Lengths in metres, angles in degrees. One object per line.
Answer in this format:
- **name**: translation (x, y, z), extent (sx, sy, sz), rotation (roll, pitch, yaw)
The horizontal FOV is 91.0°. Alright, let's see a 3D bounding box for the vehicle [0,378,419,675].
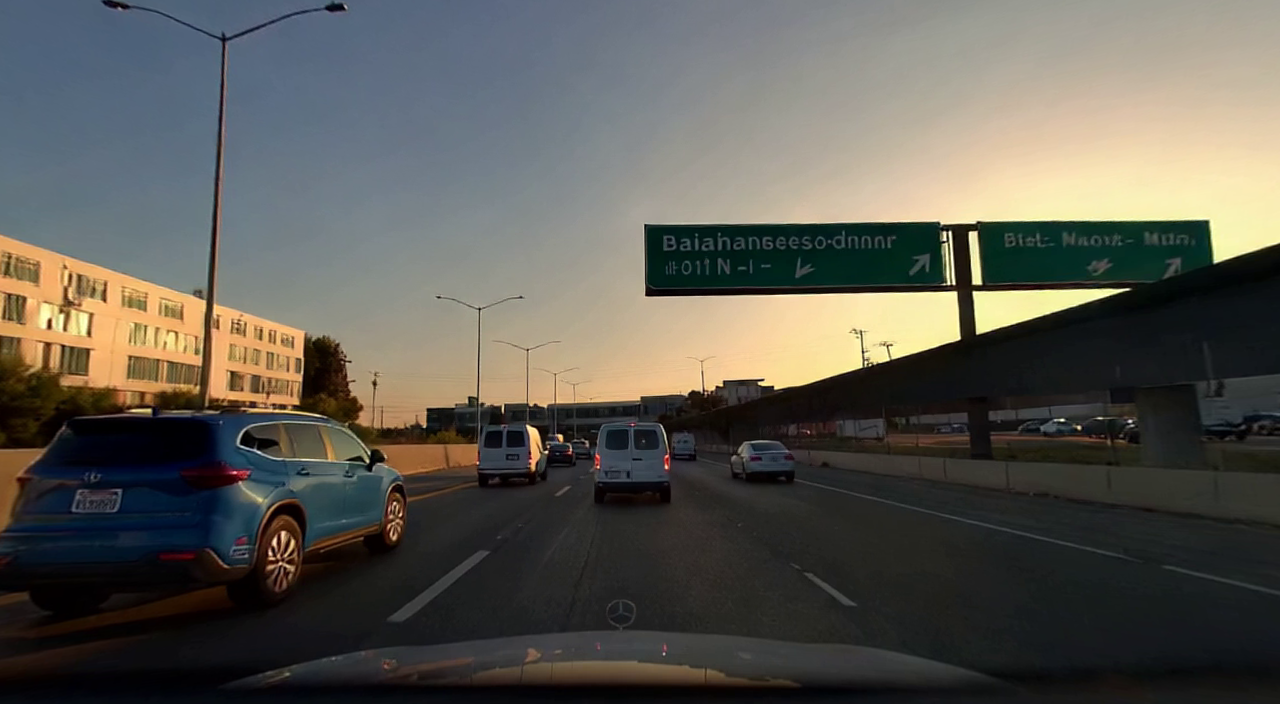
- **vehicle**: translation (-3.807, 1.316, 5.878), extent (1.972, 1.703, 4.333), rotation (0, -8, -1)

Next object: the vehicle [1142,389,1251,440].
- **vehicle**: translation (36.307, 4.193, 41.285), extent (2.528, 3.094, 4.804), rotation (-1, -8, 1)

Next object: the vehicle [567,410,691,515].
- **vehicle**: translation (-0.284, 2.364, 13.928), extent (2.304, 1.925, 4.282), rotation (0, -8, -2)

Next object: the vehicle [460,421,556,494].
- **vehicle**: translation (-3.869, 3.174, 19.263), extent (2.038, 1.936, 4.300), rotation (0, -8, -1)

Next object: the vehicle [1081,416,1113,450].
- **vehicle**: translation (30.810, 5.470, 42.405), extent (1.480, 2.238, 1.864), rotation (-6, -10, 36)

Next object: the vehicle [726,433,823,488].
- **vehicle**: translation (4.033, 3.303, 19.536), extent (1.999, 1.494, 3.833), rotation (0, -8, -2)
